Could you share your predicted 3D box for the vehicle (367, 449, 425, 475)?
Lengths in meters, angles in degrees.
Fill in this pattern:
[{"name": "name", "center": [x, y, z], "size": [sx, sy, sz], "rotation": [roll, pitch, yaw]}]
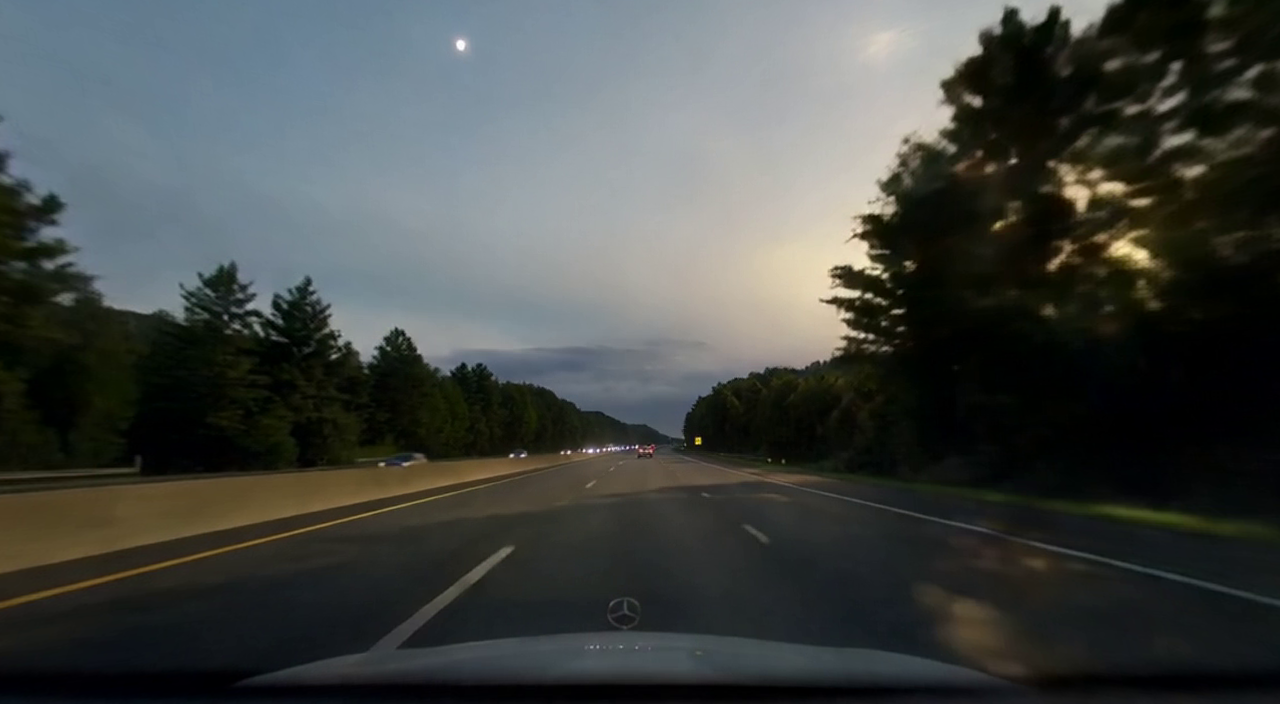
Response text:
[{"name": "vehicle", "center": [-15.212, 6.873, 39.507], "size": [1.922, 1.539, 4.090], "rotation": [0, -9, 1]}]
